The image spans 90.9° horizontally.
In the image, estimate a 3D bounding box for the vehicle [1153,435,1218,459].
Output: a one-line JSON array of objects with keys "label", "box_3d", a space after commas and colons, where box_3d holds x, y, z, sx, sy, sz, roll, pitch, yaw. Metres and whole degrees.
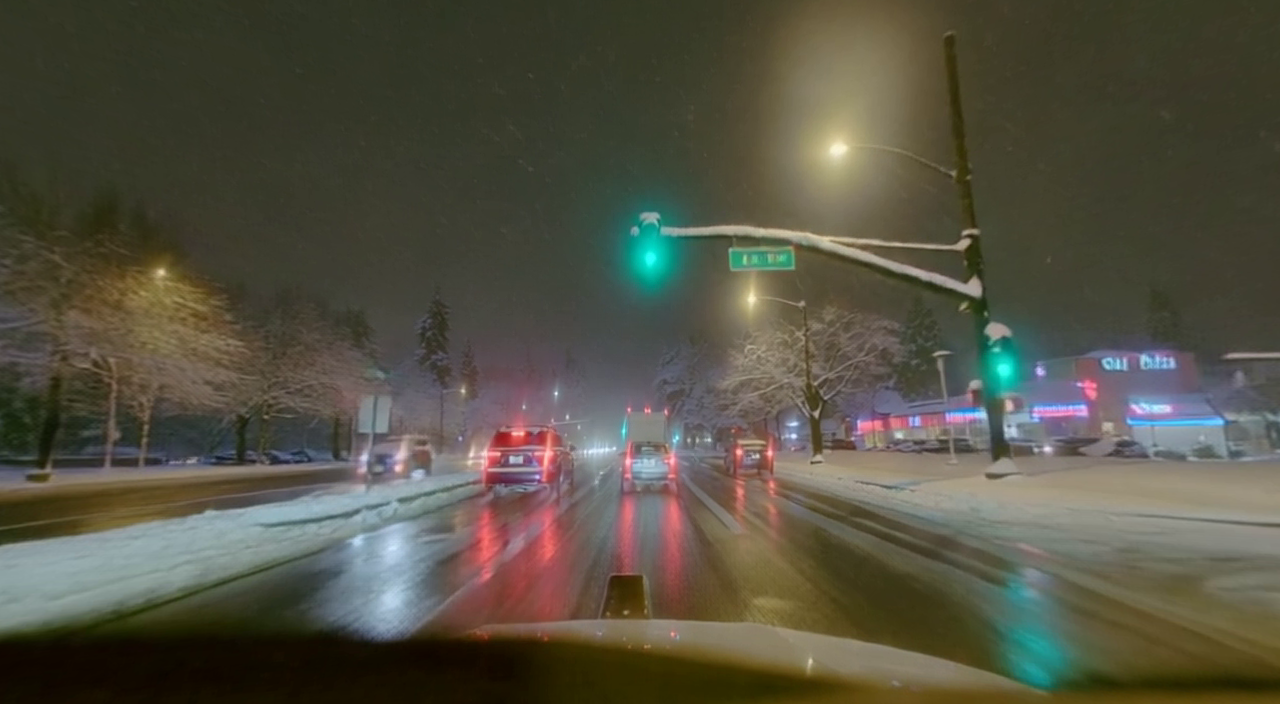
[{"label": "vehicle", "box_3d": [34.568, 5.996, 39.914, 4.052, 1.445, 1.889, 5, -10, -32]}]

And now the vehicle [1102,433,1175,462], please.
[{"label": "vehicle", "box_3d": [29.314, 5.587, 37.018, 4.225, 1.502, 1.915, 3, -9, -32]}]

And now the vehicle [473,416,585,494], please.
[{"label": "vehicle", "box_3d": [-3.031, 2.984, 18.526, 2.289, 1.935, 5.227, 0, -8, 1]}]

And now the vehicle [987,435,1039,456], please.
[{"label": "vehicle", "box_3d": [28.873, 7.210, 48.744, 3.799, 1.541, 1.747, 5, -10, -30]}]

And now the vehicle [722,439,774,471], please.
[{"label": "vehicle", "box_3d": [5.364, 5.173, 31.911, 1.900, 1.507, 4.151, 0, -8, 0]}]

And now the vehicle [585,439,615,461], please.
[{"label": "vehicle", "box_3d": [-2.920, 7.274, 46.852, 1.902, 1.522, 3.523, 0, -8, 1]}]

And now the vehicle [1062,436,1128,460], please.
[{"label": "vehicle", "box_3d": [28.461, 5.981, 39.377, 3.873, 1.429, 1.765, 5, -10, -29]}]

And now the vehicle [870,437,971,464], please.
[{"label": "vehicle", "box_3d": [15.650, 5.487, 35.265, 4.756, 1.422, 1.831, 0, -8, -1]}]

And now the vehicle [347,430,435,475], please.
[{"label": "vehicle", "box_3d": [-11.679, 4.760, 30.024, 2.165, 1.926, 4.899, 0, -8, 0]}]

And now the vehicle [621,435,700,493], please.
[{"label": "vehicle", "box_3d": [0.537, 3.237, 18.604, 2.061, 1.494, 4.079, 0, -8, 0]}]
